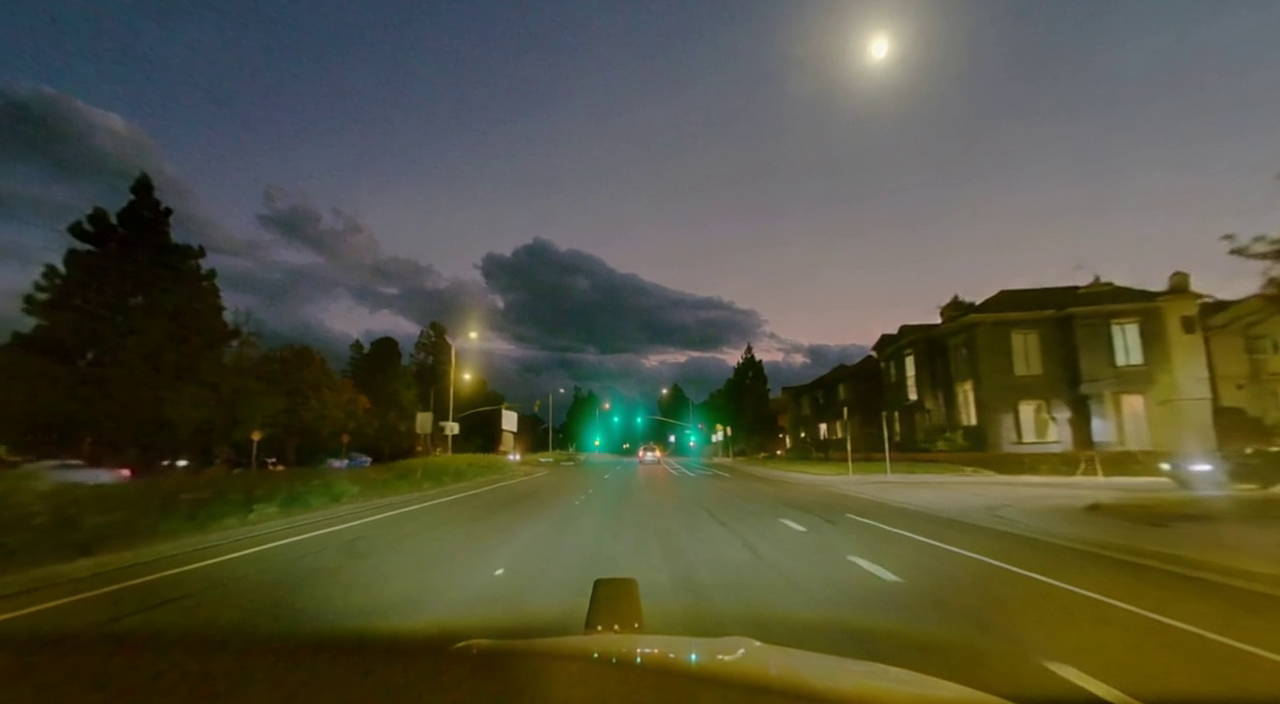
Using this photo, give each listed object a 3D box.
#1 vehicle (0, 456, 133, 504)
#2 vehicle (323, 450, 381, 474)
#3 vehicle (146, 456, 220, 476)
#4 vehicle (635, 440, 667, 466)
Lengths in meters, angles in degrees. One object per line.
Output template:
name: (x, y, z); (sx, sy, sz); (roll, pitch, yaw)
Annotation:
vehicle: (-19.715, 4.194, 21.028); (1.966, 1.341, 4.442); (0, -9, 0)
vehicle: (-19.550, 7.483, 43.123); (1.950, 1.493, 4.351); (0, -9, -1)
vehicle: (-35.428, 8.817, 49.084); (1.779, 1.357, 4.291); (-4, -9, 23)
vehicle: (0.786, 7.745, 48.597); (2.273, 1.851, 5.075); (0, -9, -1)
